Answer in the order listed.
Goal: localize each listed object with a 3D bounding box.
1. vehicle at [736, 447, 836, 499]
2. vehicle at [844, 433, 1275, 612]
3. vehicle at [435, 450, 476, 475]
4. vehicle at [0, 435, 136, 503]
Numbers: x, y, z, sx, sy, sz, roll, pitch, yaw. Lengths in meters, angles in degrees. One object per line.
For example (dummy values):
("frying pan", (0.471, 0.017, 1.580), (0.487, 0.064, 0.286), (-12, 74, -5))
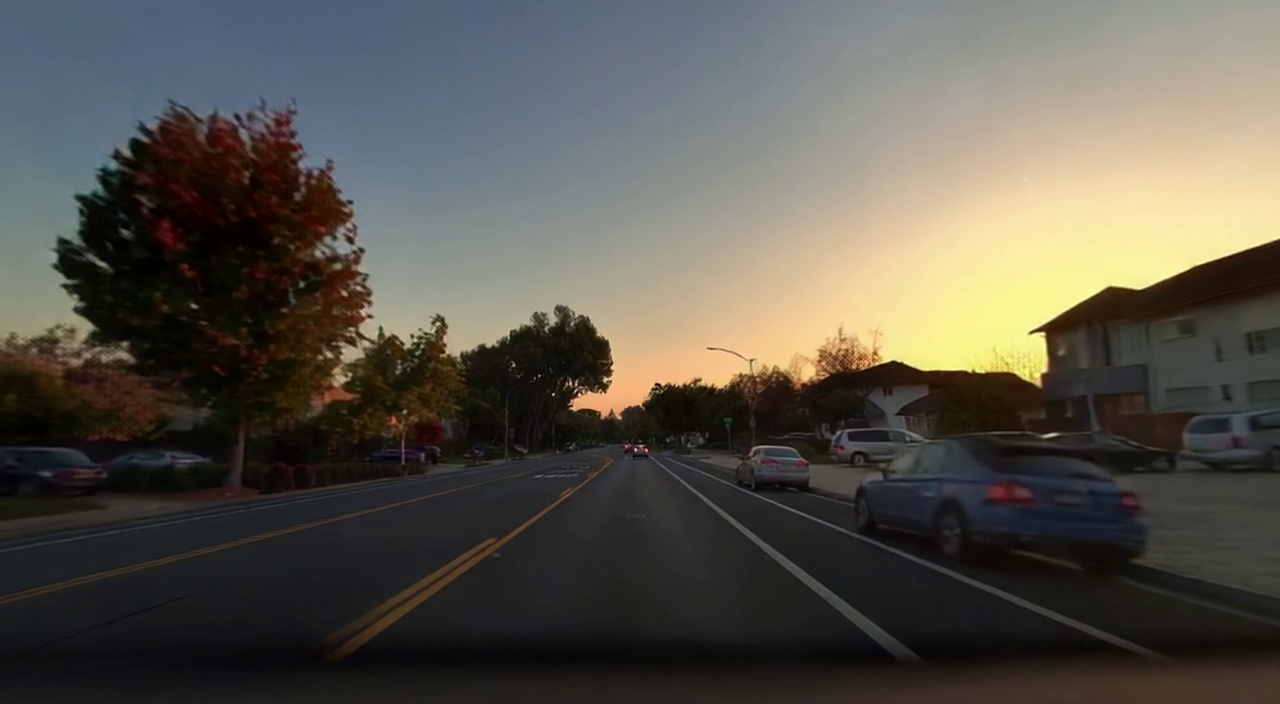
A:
("vehicle", (4.558, 3.834, 20.537), (1.980, 1.465, 4.970), (0, -8, -1))
("vehicle", (4.420, 1.831, 7.899), (1.999, 1.512, 4.826), (0, -8, -2))
("vehicle", (-13.038, 7.812, 44.652), (1.791, 1.552, 3.919), (-3, -8, 0))
("vehicle", (-19.388, 3.564, 19.433), (5.684, 1.934, 2.217), (0, -8, 1))
